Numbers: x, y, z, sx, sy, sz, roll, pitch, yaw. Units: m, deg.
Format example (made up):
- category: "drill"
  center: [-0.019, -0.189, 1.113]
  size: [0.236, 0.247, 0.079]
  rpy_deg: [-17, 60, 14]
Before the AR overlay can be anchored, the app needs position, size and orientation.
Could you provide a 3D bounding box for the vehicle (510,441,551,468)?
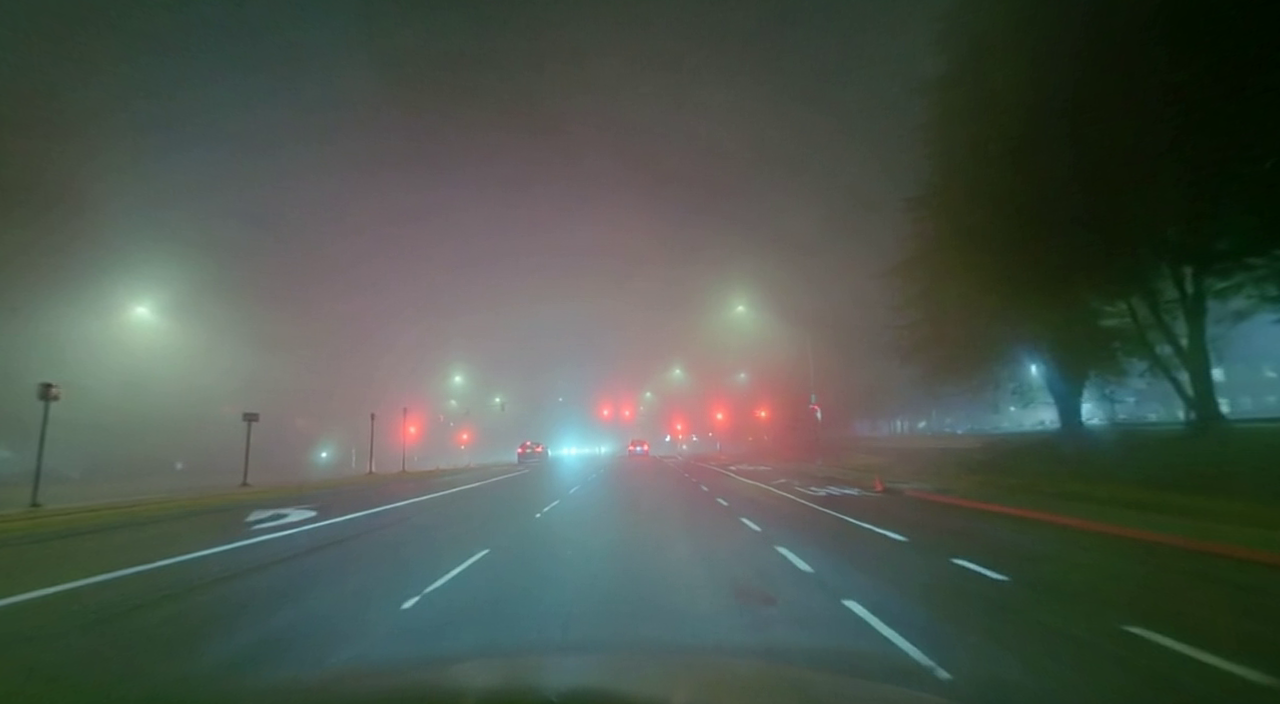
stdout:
- category: "vehicle"
  center: [-6.629, 6.247, 38.673]
  size: [1.869, 1.570, 4.064]
  rpy_deg: [0, -9, -2]
